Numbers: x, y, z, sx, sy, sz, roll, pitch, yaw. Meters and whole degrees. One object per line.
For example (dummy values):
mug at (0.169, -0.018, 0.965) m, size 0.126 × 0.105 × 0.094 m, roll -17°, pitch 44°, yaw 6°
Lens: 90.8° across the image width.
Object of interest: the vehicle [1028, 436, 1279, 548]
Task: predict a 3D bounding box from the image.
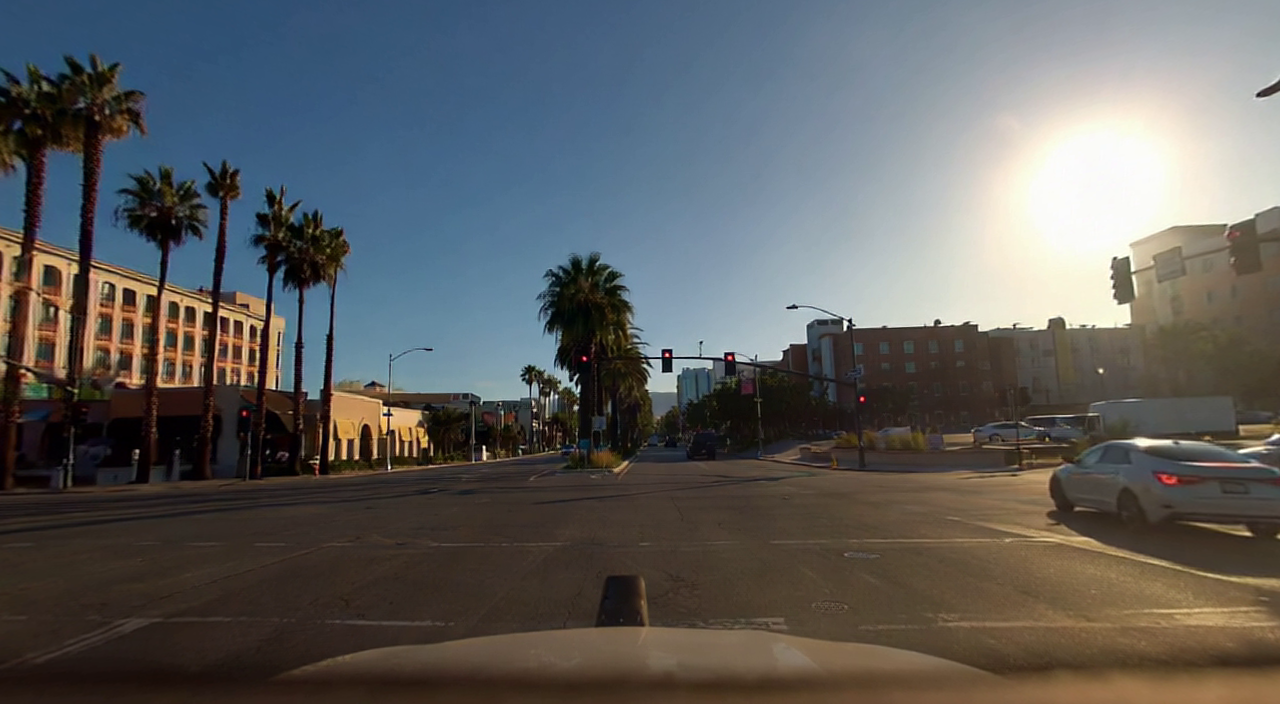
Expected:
vehicle at (8.810, 2.203, 10.677) m, size 2.003 × 1.475 × 4.520 m, roll -1°, pitch -9°, yaw 6°

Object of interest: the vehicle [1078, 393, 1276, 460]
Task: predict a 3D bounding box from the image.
vehicle at (32.627, 4.725, 39.332) m, size 2.863 × 3.609 × 10.252 m, roll 0°, pitch -8°, yaw -3°
